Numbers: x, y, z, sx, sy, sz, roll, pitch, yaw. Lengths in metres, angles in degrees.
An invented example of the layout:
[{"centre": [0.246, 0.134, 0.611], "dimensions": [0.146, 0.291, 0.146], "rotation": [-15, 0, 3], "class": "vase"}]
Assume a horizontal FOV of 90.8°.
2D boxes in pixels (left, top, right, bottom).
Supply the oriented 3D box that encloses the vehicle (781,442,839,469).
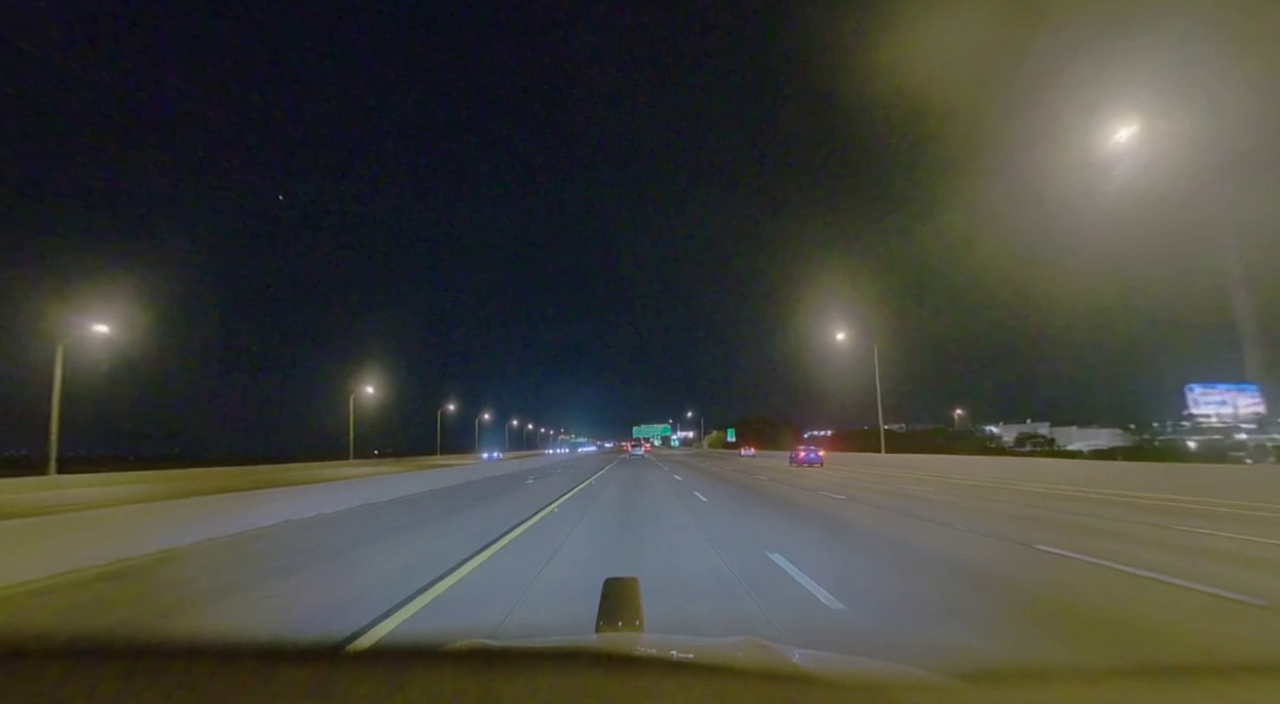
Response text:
[{"centre": [10.541, 6.450, 39.579], "dimensions": [2.024, 1.481, 4.747], "rotation": [1, -8, -4], "class": "vehicle"}]
